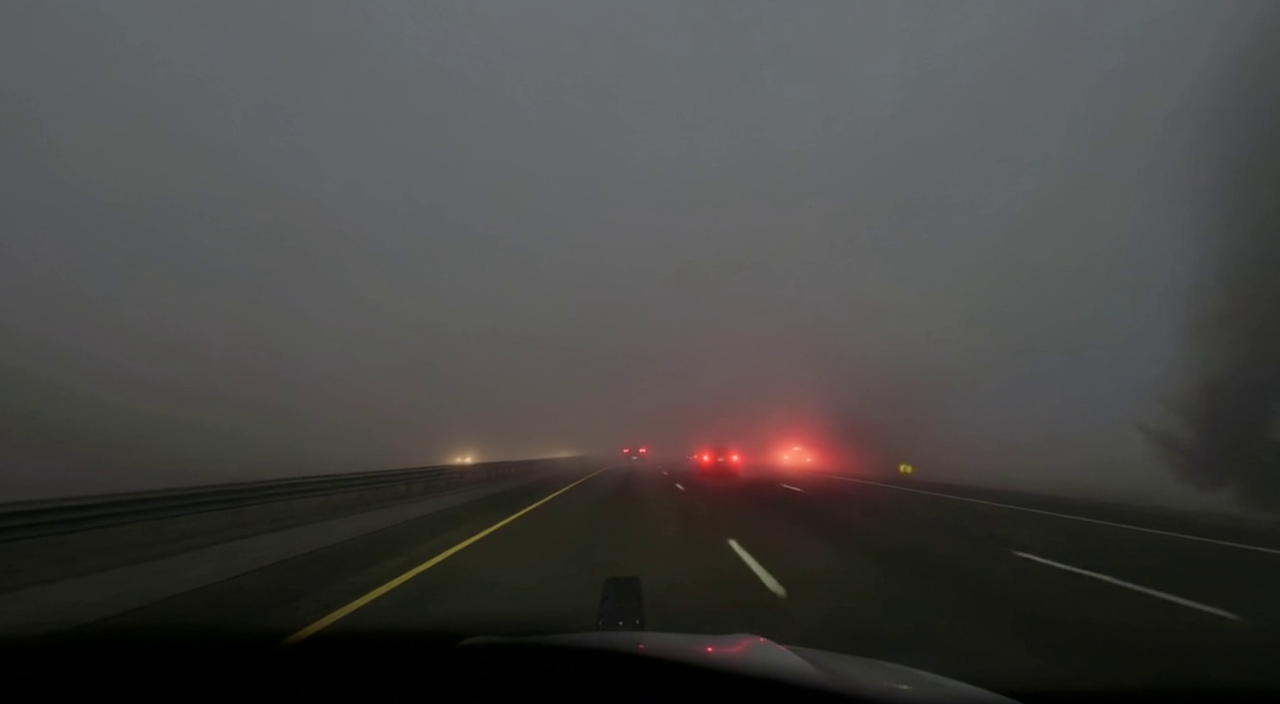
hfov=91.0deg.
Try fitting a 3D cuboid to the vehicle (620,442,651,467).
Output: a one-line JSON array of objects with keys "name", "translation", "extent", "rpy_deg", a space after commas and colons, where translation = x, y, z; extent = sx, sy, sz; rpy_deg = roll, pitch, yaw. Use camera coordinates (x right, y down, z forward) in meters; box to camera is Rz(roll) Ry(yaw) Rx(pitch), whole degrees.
[{"name": "vehicle", "translation": [-0.305, 7.341, 45.361], "extent": [2.142, 1.664, 4.076], "rpy_deg": [0, -9, 1]}]

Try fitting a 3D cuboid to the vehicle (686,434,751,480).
[{"name": "vehicle", "translation": [3.354, 4.619, 27.986], "extent": [2.269, 1.839, 4.554], "rpy_deg": [0, -9, -1]}]
